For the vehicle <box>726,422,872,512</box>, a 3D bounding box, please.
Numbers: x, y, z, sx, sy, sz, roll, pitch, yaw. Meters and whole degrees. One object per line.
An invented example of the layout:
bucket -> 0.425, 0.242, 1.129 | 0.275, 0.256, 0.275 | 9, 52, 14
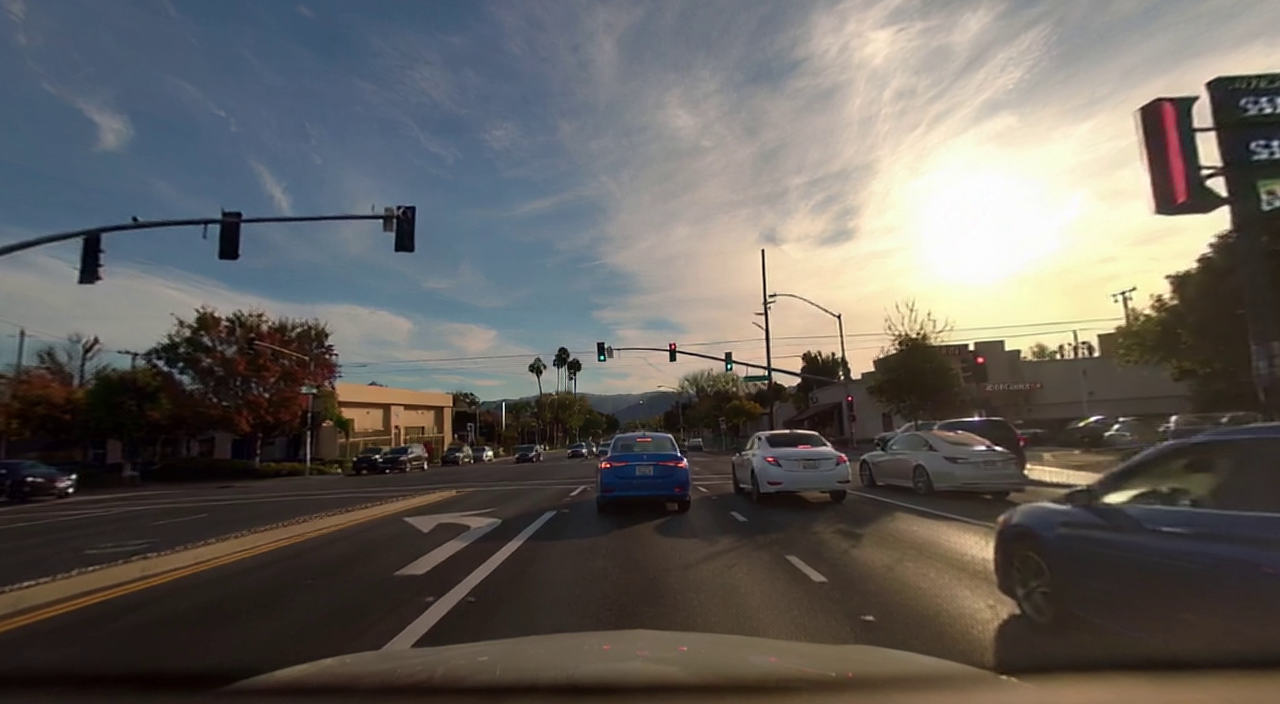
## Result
vehicle -> 3.251, 2.470, 14.018 | 1.973, 1.633, 4.717 | 0, -8, -1

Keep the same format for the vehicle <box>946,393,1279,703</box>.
vehicle -> 3.534, 0.963, 2.926 | 1.889, 1.473, 4.643 | 0, -8, 0

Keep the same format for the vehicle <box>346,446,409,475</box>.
vehicle -> -18.683, 7.677, 45.230 | 2.324, 1.911, 5.610 | 0, -8, -3

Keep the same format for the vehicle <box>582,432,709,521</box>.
vehicle -> 0.056, 2.402, 12.731 | 2.135, 1.468, 4.076 | 0, -8, -1
